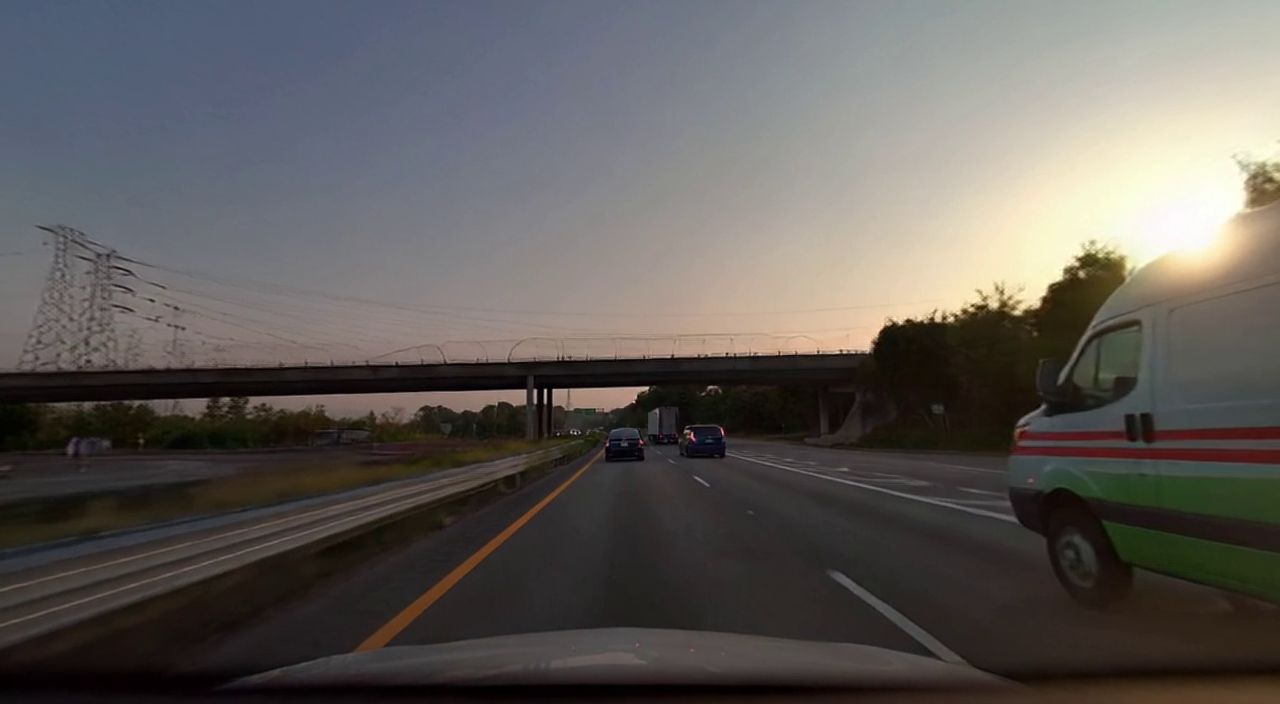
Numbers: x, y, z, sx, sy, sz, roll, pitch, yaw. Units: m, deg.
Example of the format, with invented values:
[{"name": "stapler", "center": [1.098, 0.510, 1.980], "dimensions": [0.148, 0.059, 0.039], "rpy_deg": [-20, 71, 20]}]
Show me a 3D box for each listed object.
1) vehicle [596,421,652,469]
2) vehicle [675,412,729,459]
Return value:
[{"name": "vehicle", "center": [-0.651, 3.715, 25.410], "dimensions": [2.073, 1.750, 4.116], "rpy_deg": [0, -8, -2]}, {"name": "vehicle", "center": [3.463, 4.805, 36.319], "dimensions": [2.387, 2.506, 5.374], "rpy_deg": [0, -8, -2]}]
